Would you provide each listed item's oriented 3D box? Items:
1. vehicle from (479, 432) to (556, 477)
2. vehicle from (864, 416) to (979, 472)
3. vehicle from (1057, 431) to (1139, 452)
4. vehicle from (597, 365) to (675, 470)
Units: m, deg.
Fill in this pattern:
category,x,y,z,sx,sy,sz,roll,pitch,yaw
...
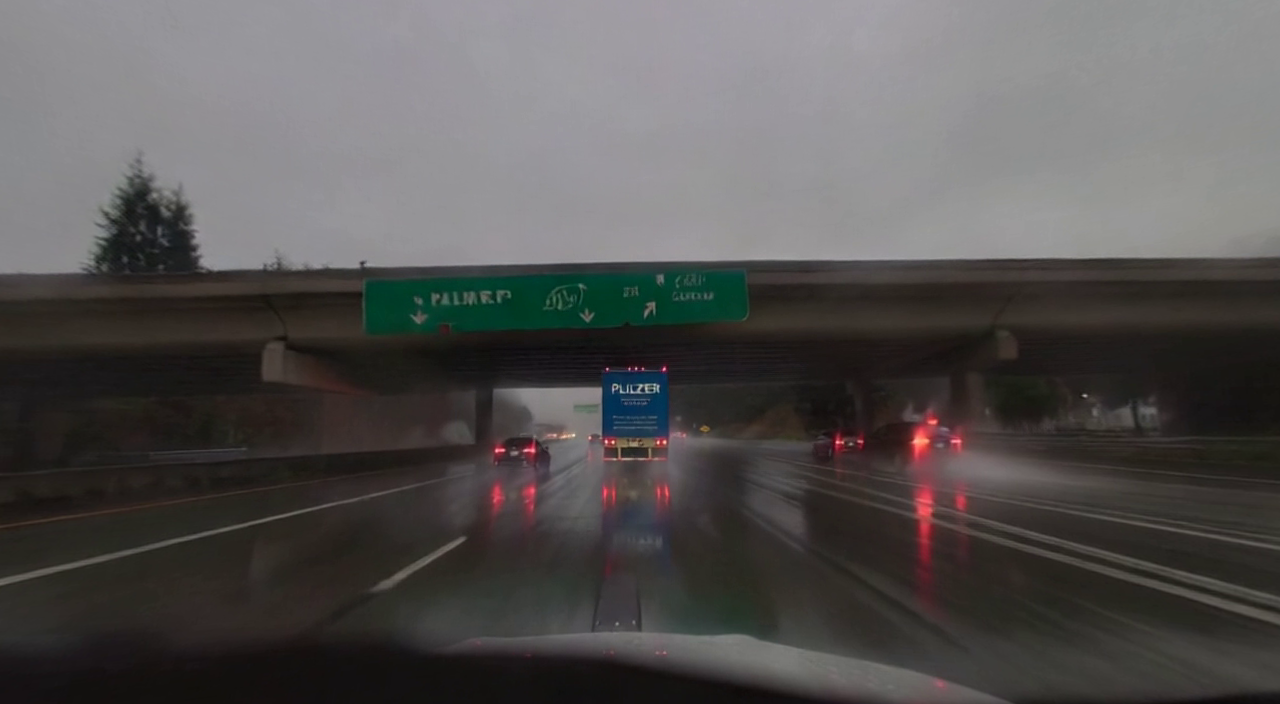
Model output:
category,x,y,z,sx,sy,sz,roll,pitch,yaw
vehicle,-4.279,3.627,22.626,1.943,1.446,4.158,0,-8,0
vehicle,10.192,3.383,23.274,2.052,1.841,4.481,0,-8,-1
vehicle,33.084,6.469,45.533,4.591,1.466,1.973,-6,-10,37
vehicle,-0.356,3.262,29.841,2.926,3.959,11.818,0,-8,-2
